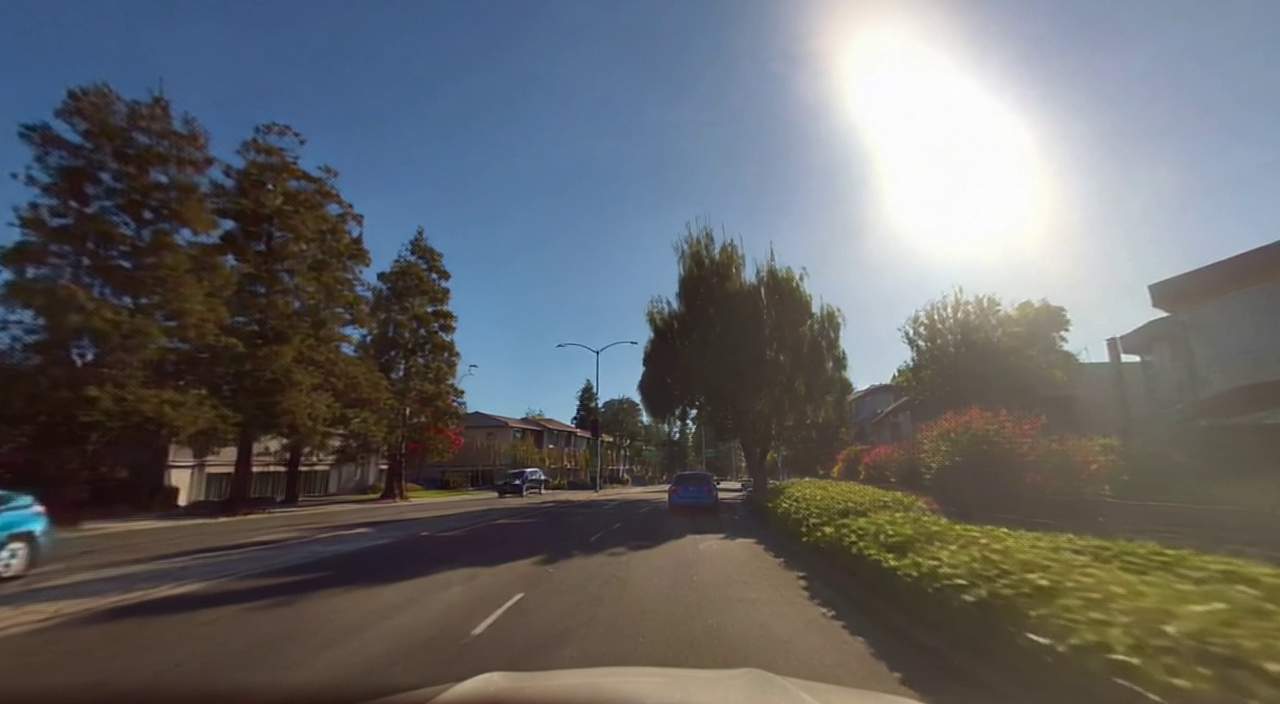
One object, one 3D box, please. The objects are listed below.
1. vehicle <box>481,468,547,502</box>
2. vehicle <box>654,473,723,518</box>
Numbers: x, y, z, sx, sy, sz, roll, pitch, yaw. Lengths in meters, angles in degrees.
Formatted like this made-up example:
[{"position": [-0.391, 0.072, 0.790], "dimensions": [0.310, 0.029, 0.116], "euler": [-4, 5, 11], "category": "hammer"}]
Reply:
[{"position": [-7.394, 7.835, 37.418], "dimensions": [2.066, 1.744, 4.771], "euler": [-5, -11, 12], "category": "vehicle"}, {"position": [1.781, 4.753, 21.334], "dimensions": [1.972, 1.250, 5.282], "euler": [-1, -11, 8], "category": "vehicle"}]
